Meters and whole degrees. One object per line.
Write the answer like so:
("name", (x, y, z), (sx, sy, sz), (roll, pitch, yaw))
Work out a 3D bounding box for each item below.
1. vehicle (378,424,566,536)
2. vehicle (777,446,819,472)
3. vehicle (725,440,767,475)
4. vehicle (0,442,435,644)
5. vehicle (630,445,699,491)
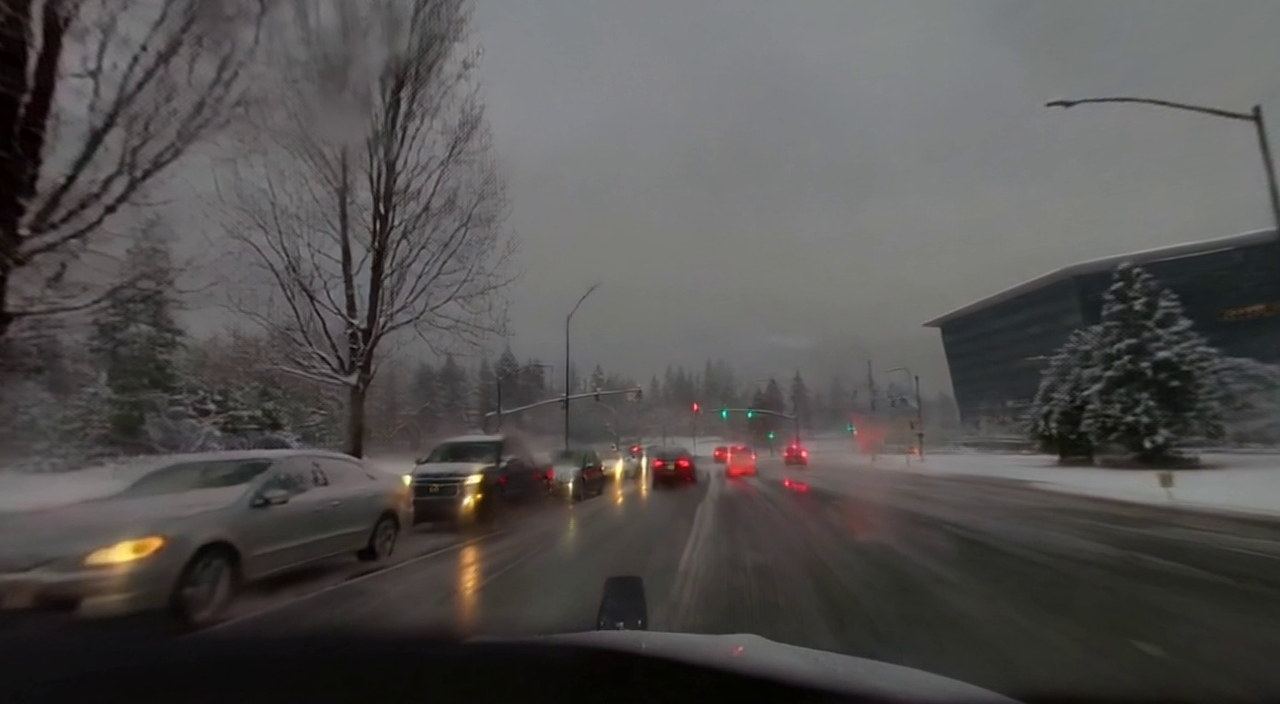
("vehicle", (-3.327, 2.632, 13.508), (2.142, 1.834, 4.588), (-6, -9, 8))
("vehicle", (10.440, 7.093, 41.783), (2.120, 1.497, 4.323), (-3, -9, 6))
("vehicle", (5.834, 5.796, 34.760), (2.102, 1.815, 4.716), (-2, -9, 8))
("vehicle", (-4.430, 1.834, 7.370), (1.868, 1.514, 4.870), (-1, -9, 8))
("vehicle", (1.035, 4.284, 23.754), (2.205, 1.537, 4.895), (-1, -8, 7))
